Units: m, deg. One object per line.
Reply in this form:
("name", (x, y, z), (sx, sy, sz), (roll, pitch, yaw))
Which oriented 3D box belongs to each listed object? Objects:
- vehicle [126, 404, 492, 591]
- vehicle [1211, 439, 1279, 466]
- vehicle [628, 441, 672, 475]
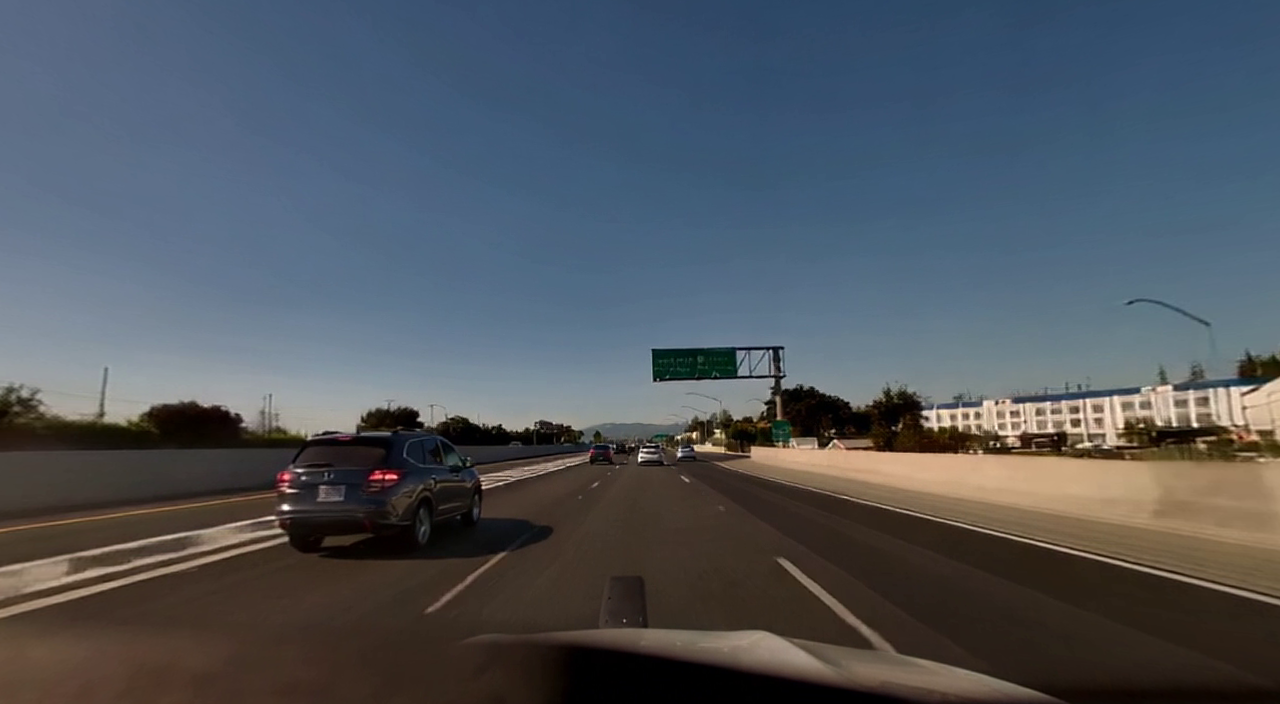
("vehicle", (-3.691, 1.721, 8.357), (2.239, 1.761, 4.620), (0, -8, 1))
("vehicle", (49.196, 7.876, 49.704), (6.054, 1.882, 2.157), (-3, -9, 0))
("vehicle", (0.454, 5.170, 31.076), (2.000, 1.558, 3.945), (0, -8, 0))
